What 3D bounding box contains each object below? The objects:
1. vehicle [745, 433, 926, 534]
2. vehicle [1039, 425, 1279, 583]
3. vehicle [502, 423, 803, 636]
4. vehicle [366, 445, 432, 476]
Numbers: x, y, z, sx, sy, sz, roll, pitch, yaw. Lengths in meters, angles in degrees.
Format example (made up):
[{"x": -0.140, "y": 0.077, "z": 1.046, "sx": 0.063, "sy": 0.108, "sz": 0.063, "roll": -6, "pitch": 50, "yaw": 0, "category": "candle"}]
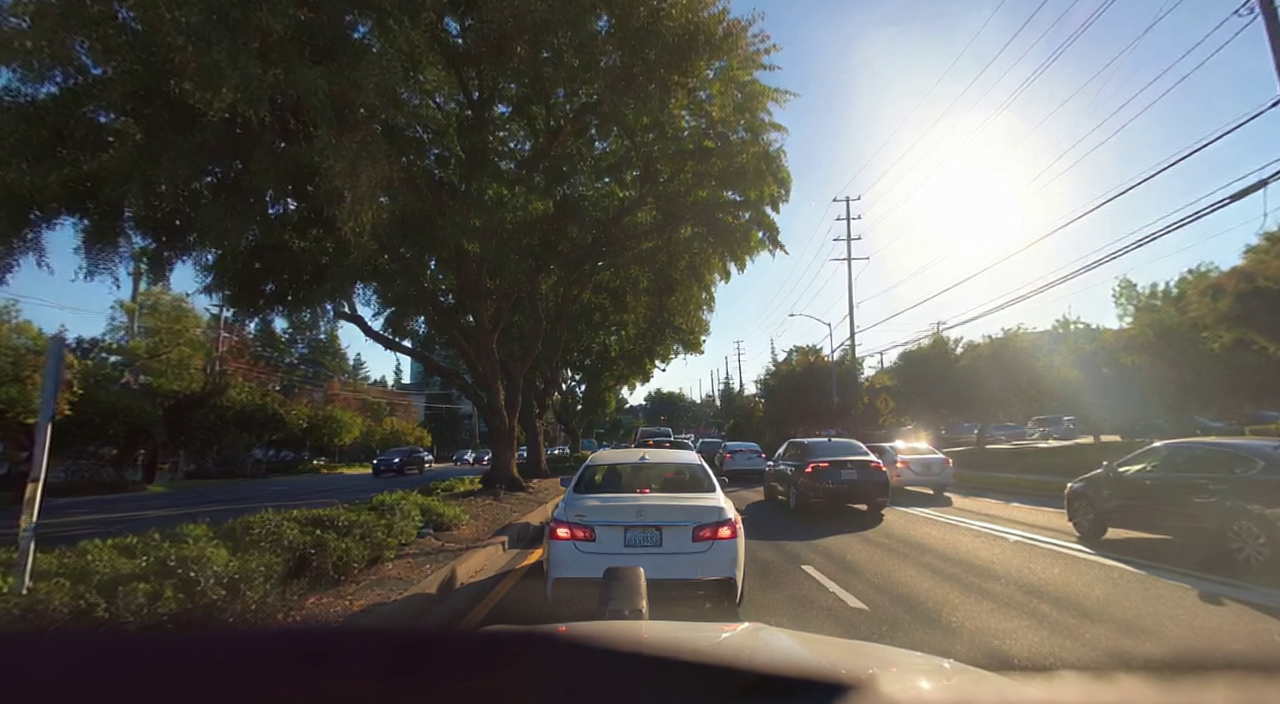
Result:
[{"x": 3.334, "y": 2.312, "z": 11.745, "sx": 1.979, "sy": 1.504, "sz": 4.156, "roll": 0, "pitch": -8, "yaw": -1, "category": "vehicle"}, {"x": 6.993, "y": 1.627, "z": 7.292, "sx": 1.850, "sy": 1.480, "sz": 4.474, "roll": 0, "pitch": -8, "yaw": 1, "category": "vehicle"}, {"x": 0.069, "y": 1.538, "z": 6.470, "sx": 2.108, "sy": 1.479, "sz": 3.935, "roll": 0, "pitch": -8, "yaw": -1, "category": "vehicle"}, {"x": -15.237, "y": 6.899, "z": 40.302, "sx": 2.056, "sy": 1.809, "sz": 5.354, "roll": 0, "pitch": -8, "yaw": 0, "category": "vehicle"}]
